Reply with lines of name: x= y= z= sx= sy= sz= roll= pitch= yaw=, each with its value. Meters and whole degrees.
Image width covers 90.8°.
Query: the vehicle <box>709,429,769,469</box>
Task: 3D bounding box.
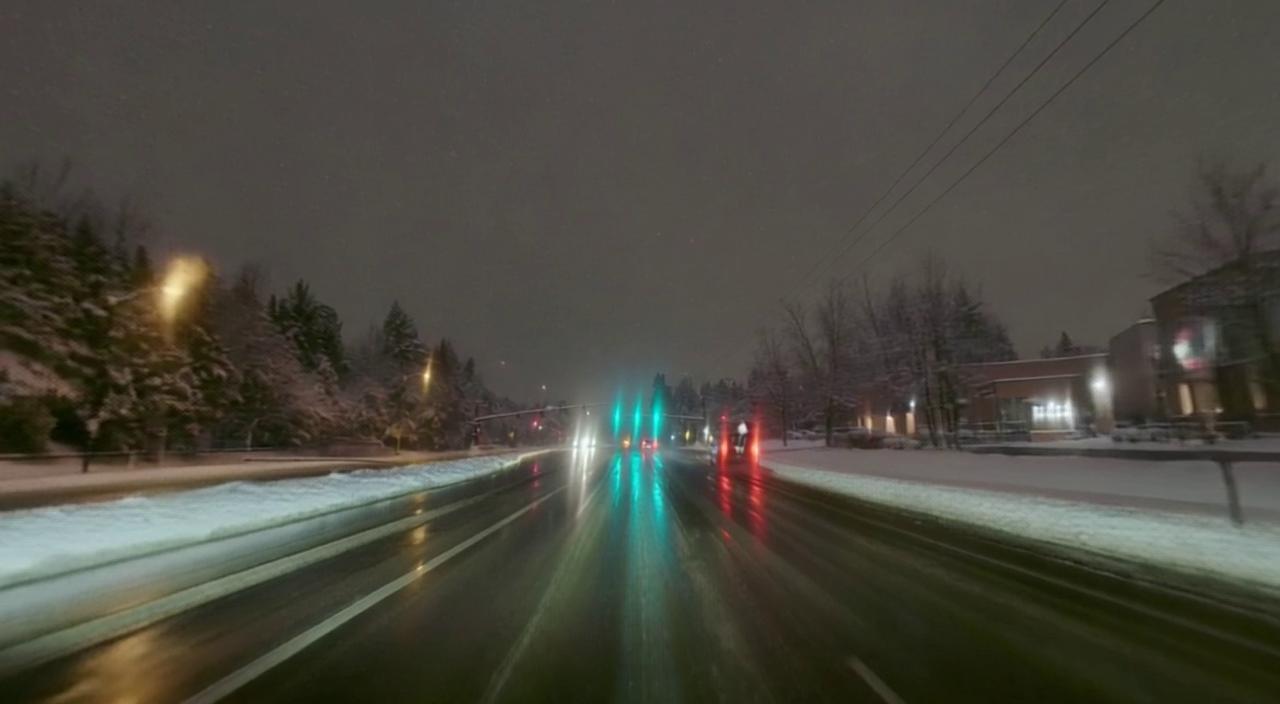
vehicle: x=5.301 y=5.307 z=34.779 sx=2.476 sy=2.016 sz=5.586 roll=0 pitch=-8 yaw=1
